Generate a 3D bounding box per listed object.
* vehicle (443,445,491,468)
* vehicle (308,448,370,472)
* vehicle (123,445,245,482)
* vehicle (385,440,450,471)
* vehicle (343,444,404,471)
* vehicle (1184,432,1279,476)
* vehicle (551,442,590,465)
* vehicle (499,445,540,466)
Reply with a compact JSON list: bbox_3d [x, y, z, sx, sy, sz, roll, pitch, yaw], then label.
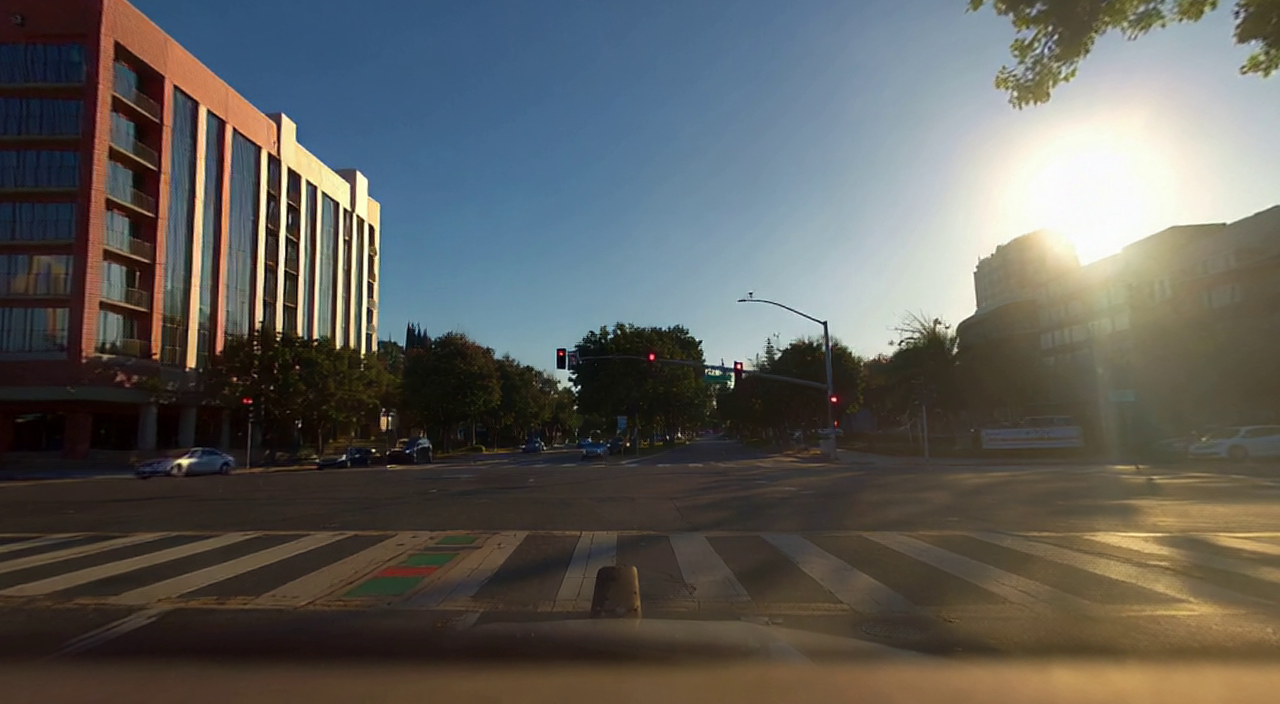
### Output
[{"bbox_3d":[-11.642,7.078,42.704,1.911,1.476,4.297,-1,-9,2],"label":"vehicle"},{"bbox_3d":[-21.380,7.682,44.955,1.929,1.619,4.577,-1,-9,4],"label":"vehicle"},{"bbox_3d":[-24.661,5.991,34.272,2.032,1.839,4.884,-4,-9,23],"label":"vehicle"},{"bbox_3d":[-15.129,7.039,43.156,2.340,1.946,5.450,0,-9,2],"label":"vehicle"},{"bbox_3d":[-18.559,7.350,44.021,2.237,1.801,4.541,0,-9,1],"label":"vehicle"},{"bbox_3d":[22.318,3.582,22.241,4.474,1.477,1.908,0,-9,-3],"label":"vehicle"},{"bbox_3d":[-4.536,6.711,41.684,1.954,1.431,4.050,-1,-9,2],"label":"vehicle"},{"bbox_3d":[-8.103,7.005,42.607,1.910,1.321,3.692,0,-9,1],"label":"vehicle"}]
